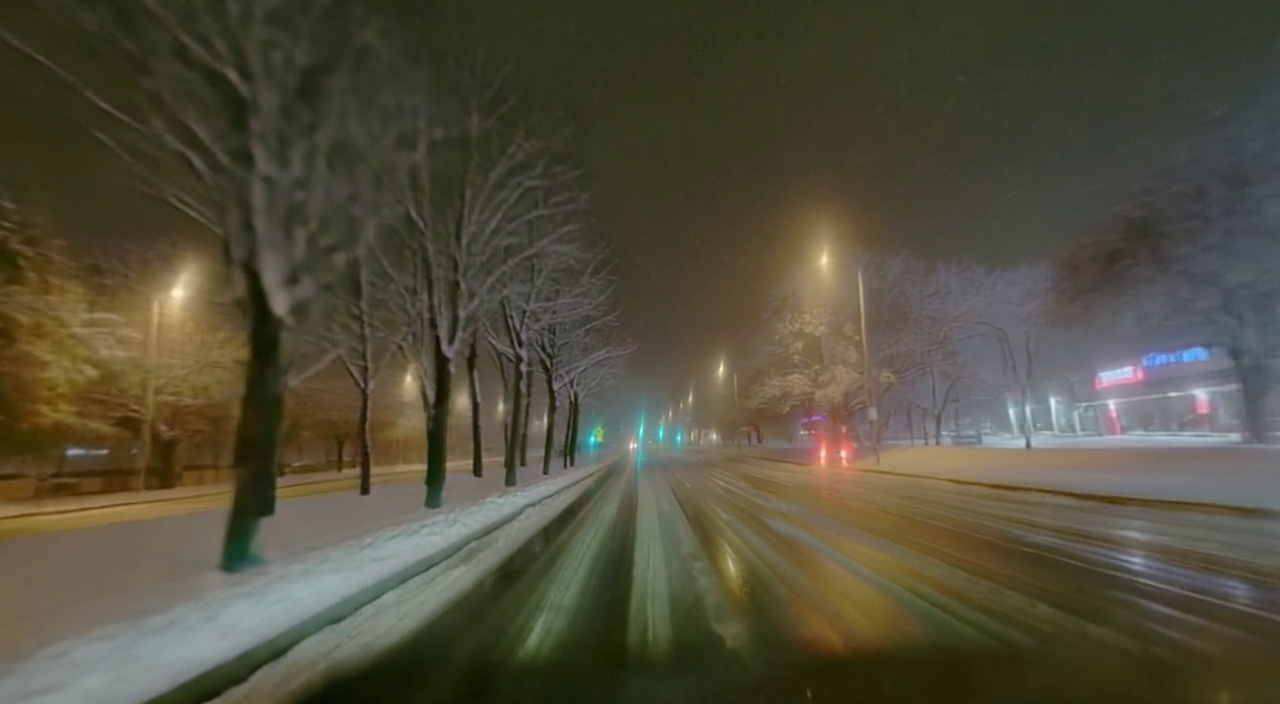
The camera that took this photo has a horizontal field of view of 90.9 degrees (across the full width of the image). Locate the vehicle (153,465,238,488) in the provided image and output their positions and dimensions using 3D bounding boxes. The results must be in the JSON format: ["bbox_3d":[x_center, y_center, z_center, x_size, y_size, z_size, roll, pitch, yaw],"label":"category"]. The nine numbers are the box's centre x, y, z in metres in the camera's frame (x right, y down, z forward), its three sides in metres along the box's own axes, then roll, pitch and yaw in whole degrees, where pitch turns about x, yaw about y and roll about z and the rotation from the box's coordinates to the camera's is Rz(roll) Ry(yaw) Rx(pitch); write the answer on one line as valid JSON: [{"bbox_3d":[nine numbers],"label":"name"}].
[{"bbox_3d":[-31.990,8.938,45.524,4.540,1.469,1.933,3,-9,-19],"label":"vehicle"}]

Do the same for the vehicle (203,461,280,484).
[{"bbox_3d":[-30.774,9.321,48.898,4.735,1.468,2.047,3,-9,-24],"label":"vehicle"}]
